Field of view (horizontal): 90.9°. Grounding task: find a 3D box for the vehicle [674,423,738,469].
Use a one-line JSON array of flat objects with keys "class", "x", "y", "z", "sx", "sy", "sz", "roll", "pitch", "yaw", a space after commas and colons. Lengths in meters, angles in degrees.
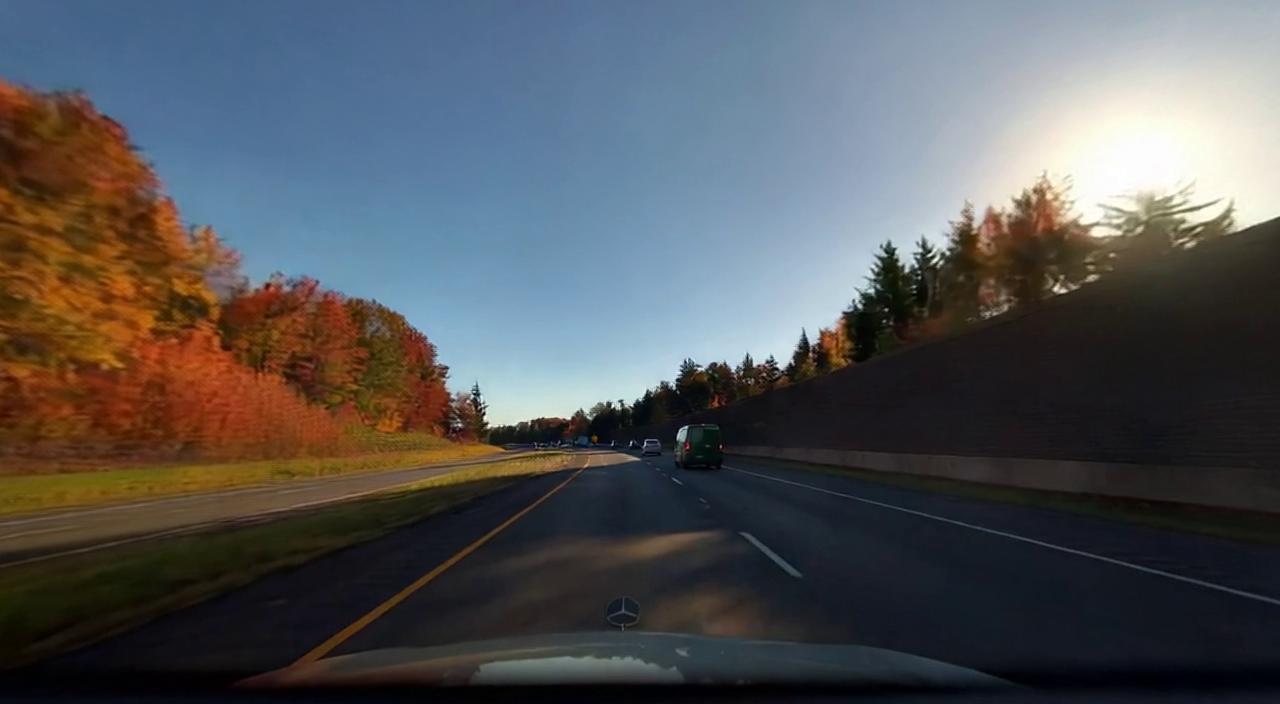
[{"class": "vehicle", "x": 3.126, "y": 4.625, "z": 31.026, "sx": 2.393, "sy": 2.072, "sz": 4.958, "roll": 1, "pitch": -8, "yaw": -3}]
